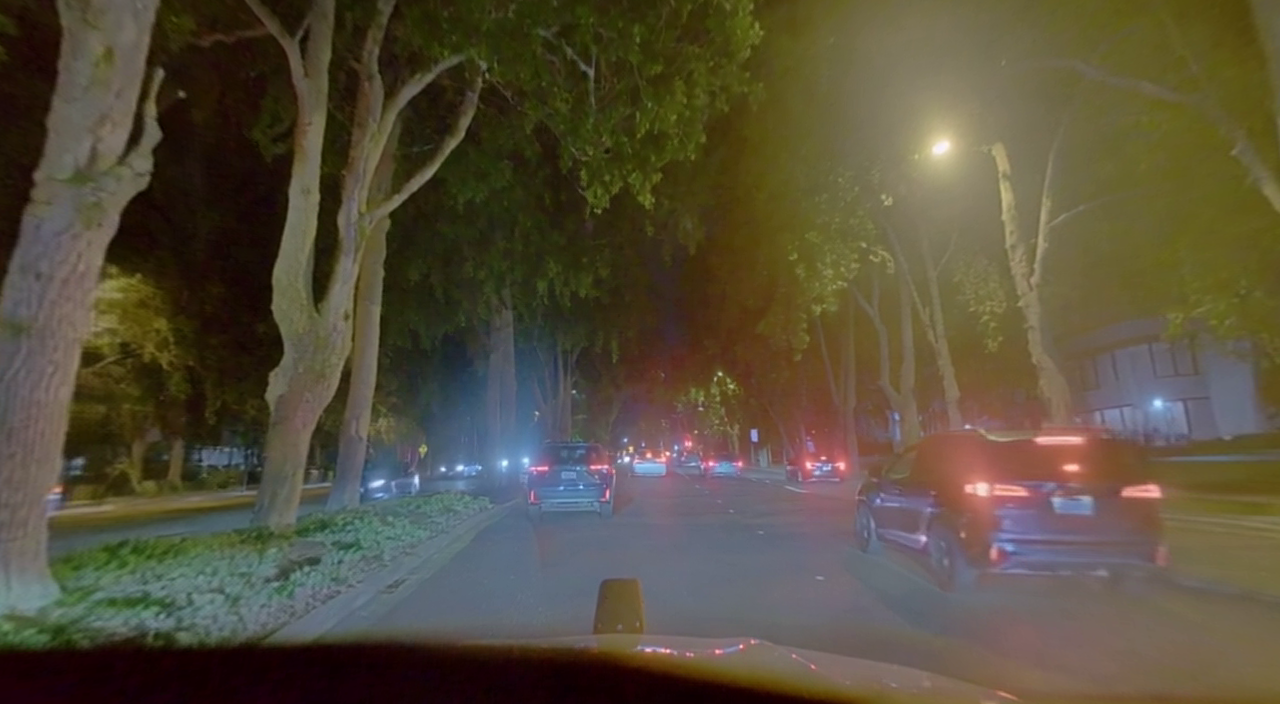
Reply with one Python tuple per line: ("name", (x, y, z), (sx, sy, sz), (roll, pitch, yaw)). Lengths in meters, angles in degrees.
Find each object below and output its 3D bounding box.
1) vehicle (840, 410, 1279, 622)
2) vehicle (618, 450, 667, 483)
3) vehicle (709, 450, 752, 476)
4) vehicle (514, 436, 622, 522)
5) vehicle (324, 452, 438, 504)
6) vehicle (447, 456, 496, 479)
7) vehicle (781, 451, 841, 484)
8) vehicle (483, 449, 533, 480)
("vehicle", (4.162, 1.666, 7.385), (2.220, 1.715, 4.335), (0, -9, 0))
("vehicle", (0.127, 5.405, 30.120), (2.161, 1.445, 3.772), (0, -9, 1))
("vehicle", (5.513, 6.867, 39.193), (2.175, 1.477, 4.520), (0, -9, 3))
("vehicle", (-1.571, 2.789, 14.383), (2.106, 1.655, 3.717), (1, -9, -5))
("vehicle", (-8.387, 4.083, 20.932), (1.966, 1.489, 4.099), (0, -9, 1))
("vehicle", (-11.653, 8.004, 44.049), (2.126, 1.434, 4.305), (0, -9, 2))
("vehicle", (8.378, 5.657, 31.316), (1.977, 1.485, 4.308), (0, -9, 3))
("vehicle", (-8.084, 6.928, 39.227), (2.026, 1.755, 4.430), (0, -9, 2))
